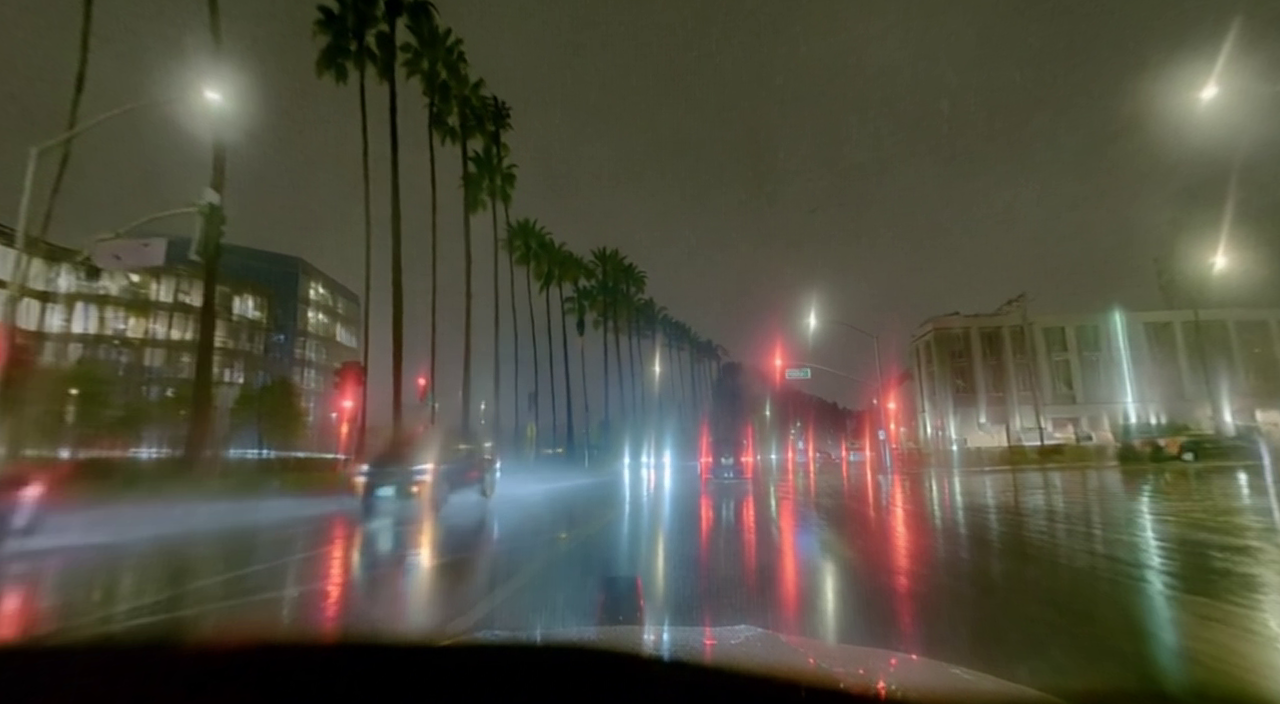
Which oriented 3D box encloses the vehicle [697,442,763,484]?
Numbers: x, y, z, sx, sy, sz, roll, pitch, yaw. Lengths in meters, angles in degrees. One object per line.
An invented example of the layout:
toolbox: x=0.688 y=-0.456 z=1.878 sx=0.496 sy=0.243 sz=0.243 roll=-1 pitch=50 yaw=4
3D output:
vehicle: x=3.600 y=4.288 z=24.716 sx=2.096 sy=1.492 sz=4.071 roll=-2 pitch=-9 yaw=14

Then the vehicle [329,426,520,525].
vehicle: x=-4.373 y=2.571 z=13.727 sx=2.013 sy=1.746 sz=4.366 roll=-2 pitch=-9 yaw=10

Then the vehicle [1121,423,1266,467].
vehicle: x=25.195 y=4.238 z=28.865 sx=5.049 sy=1.861 sz=2.081 roll=1 pitch=-9 yaw=-9
